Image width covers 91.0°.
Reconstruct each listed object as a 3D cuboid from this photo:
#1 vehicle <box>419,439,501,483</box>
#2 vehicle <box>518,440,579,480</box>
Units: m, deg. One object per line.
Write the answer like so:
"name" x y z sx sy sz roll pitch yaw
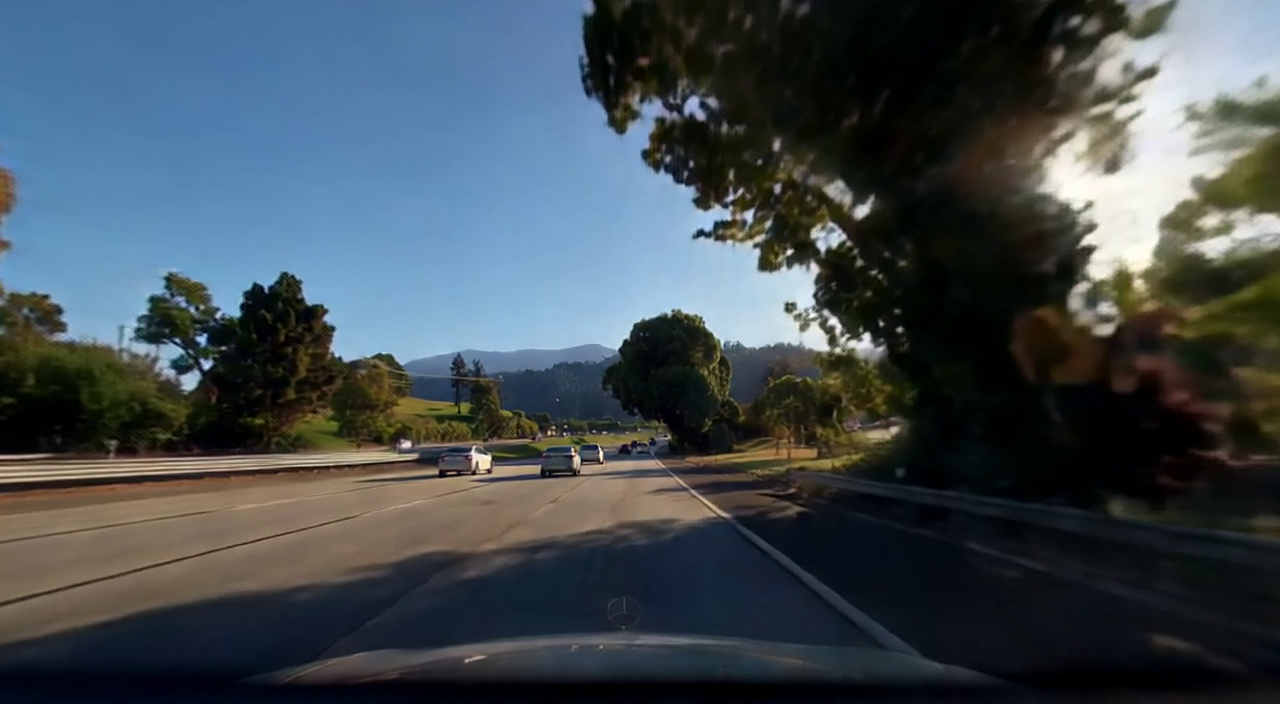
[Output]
"vehicle" -7.576 4.629 27.047 2.108 1.686 4.556 0 -9 1
"vehicle" -4.107 4.935 29.020 2.035 1.673 4.469 0 -9 1
